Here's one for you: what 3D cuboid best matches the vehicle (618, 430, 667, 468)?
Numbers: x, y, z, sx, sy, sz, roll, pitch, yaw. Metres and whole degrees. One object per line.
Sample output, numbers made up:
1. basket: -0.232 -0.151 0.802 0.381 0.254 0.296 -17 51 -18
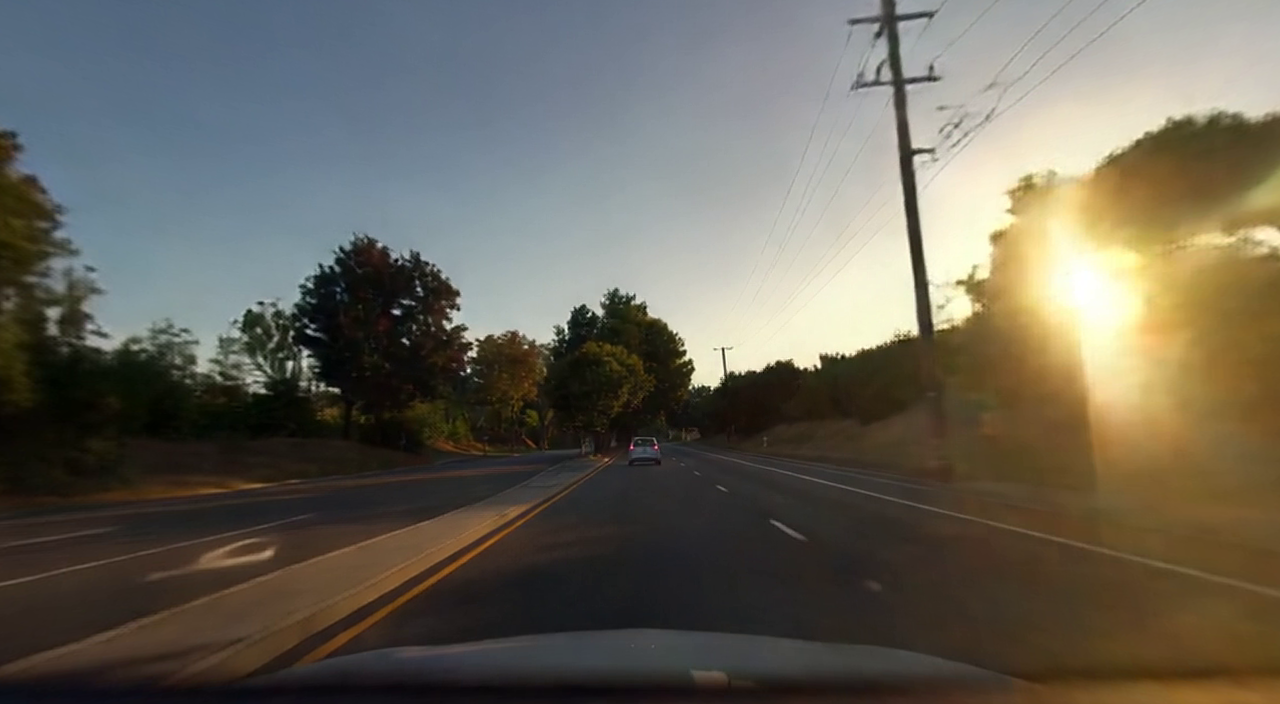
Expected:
1. vehicle: 0.137 4.727 30.690 2.256 1.734 4.176 0 -8 1
